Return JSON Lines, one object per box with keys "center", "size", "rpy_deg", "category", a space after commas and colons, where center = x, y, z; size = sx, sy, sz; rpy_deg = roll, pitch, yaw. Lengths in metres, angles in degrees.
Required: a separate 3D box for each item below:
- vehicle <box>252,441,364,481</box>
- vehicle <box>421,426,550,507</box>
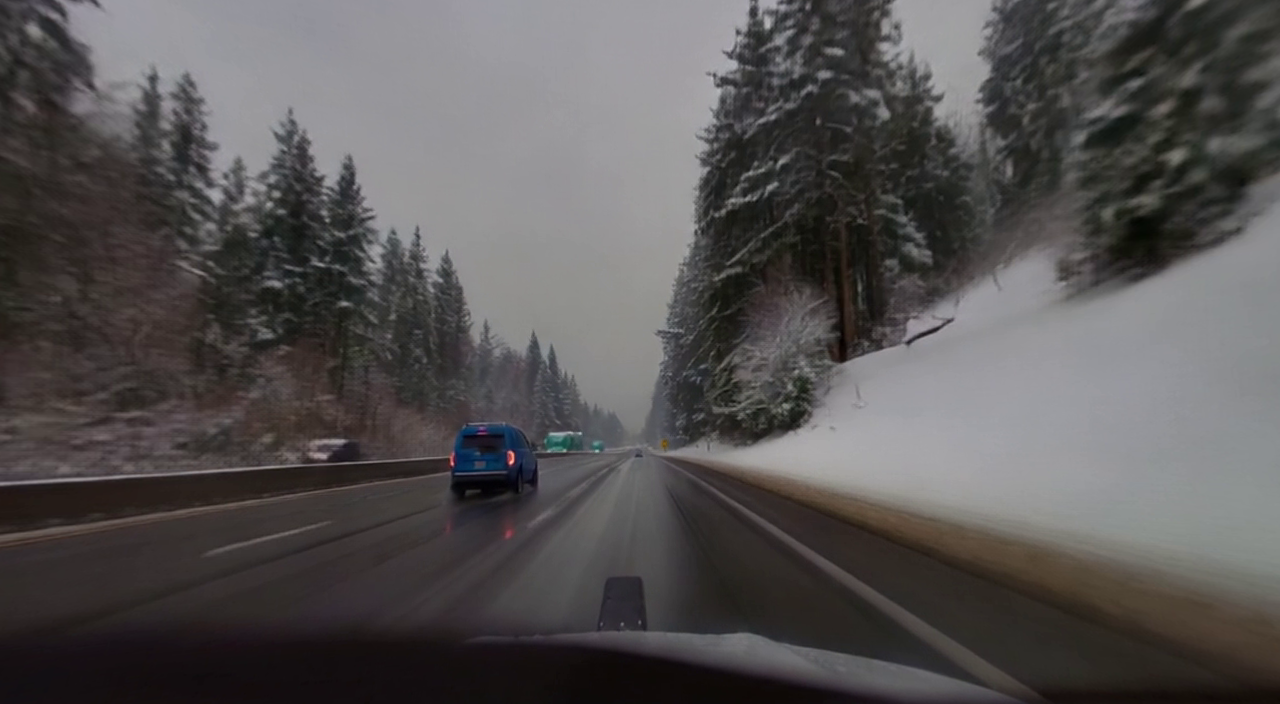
{"center": [-13.724, 4.509, 26.363], "size": [2.115, 1.526, 4.674], "rpy_deg": [0, -8, 1], "category": "vehicle"}
{"center": [-3.726, 2.849, 16.123], "size": [2.084, 1.752, 4.479], "rpy_deg": [0, -8, 1], "category": "vehicle"}
